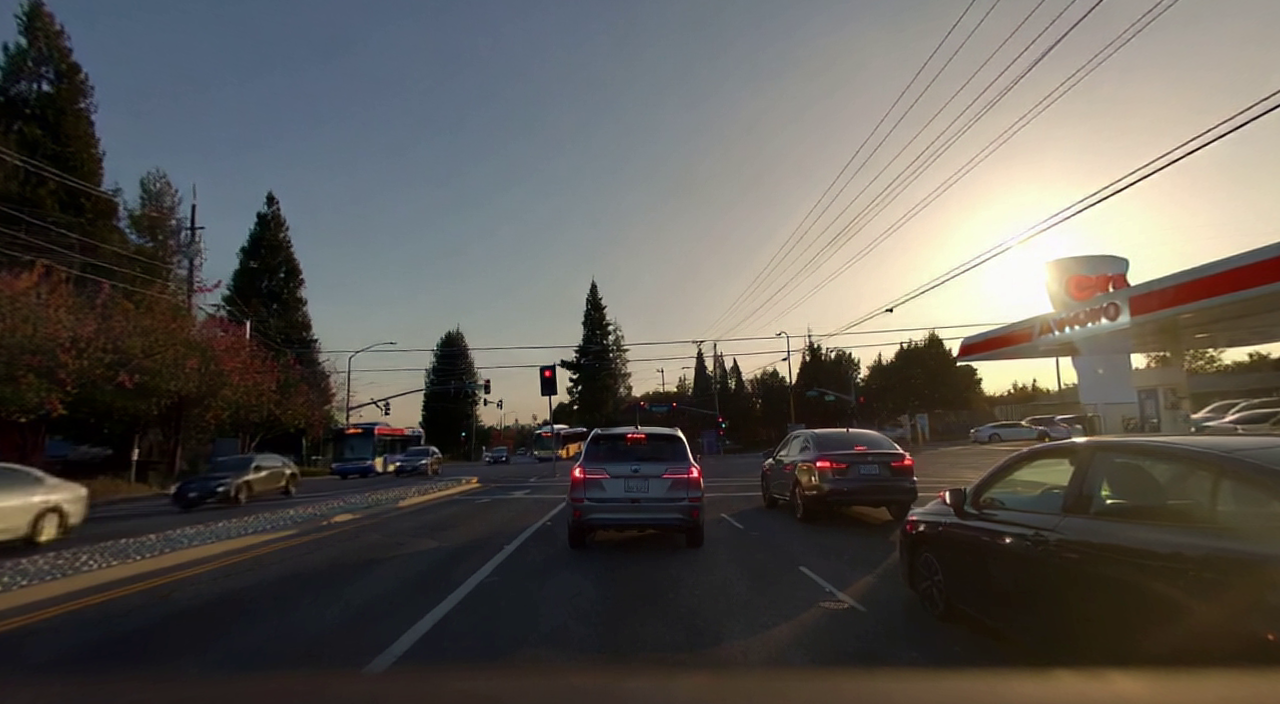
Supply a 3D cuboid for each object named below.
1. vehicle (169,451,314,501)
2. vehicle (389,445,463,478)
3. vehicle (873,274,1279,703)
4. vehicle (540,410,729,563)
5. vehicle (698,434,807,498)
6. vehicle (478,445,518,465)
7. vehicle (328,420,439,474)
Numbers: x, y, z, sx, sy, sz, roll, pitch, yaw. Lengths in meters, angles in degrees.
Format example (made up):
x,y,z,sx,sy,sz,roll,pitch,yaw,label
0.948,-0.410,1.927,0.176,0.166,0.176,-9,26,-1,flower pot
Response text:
x,y,z,sx,sy,sz,roll,pitch,yaw,label
-13.503,4.195,21.821,1.967,1.486,4.701,0,-9,-1,vehicle
-10.564,5.438,31.619,2.030,1.498,4.690,0,-9,0,vehicle
3.082,0.843,3.266,2.049,1.813,4.245,0,-9,-1,vehicle
-0.113,1.799,9.113,2.087,1.677,4.053,0,-9,-1,vehicle
2.881,3.037,17.227,2.040,1.481,4.407,0,-9,-2,vehicle
-10.893,7.925,48.728,1.976,1.483,4.630,0,-9,0,vehicle
-18.573,7.087,47.129,3.010,3.475,12.655,0,-9,0,vehicle
